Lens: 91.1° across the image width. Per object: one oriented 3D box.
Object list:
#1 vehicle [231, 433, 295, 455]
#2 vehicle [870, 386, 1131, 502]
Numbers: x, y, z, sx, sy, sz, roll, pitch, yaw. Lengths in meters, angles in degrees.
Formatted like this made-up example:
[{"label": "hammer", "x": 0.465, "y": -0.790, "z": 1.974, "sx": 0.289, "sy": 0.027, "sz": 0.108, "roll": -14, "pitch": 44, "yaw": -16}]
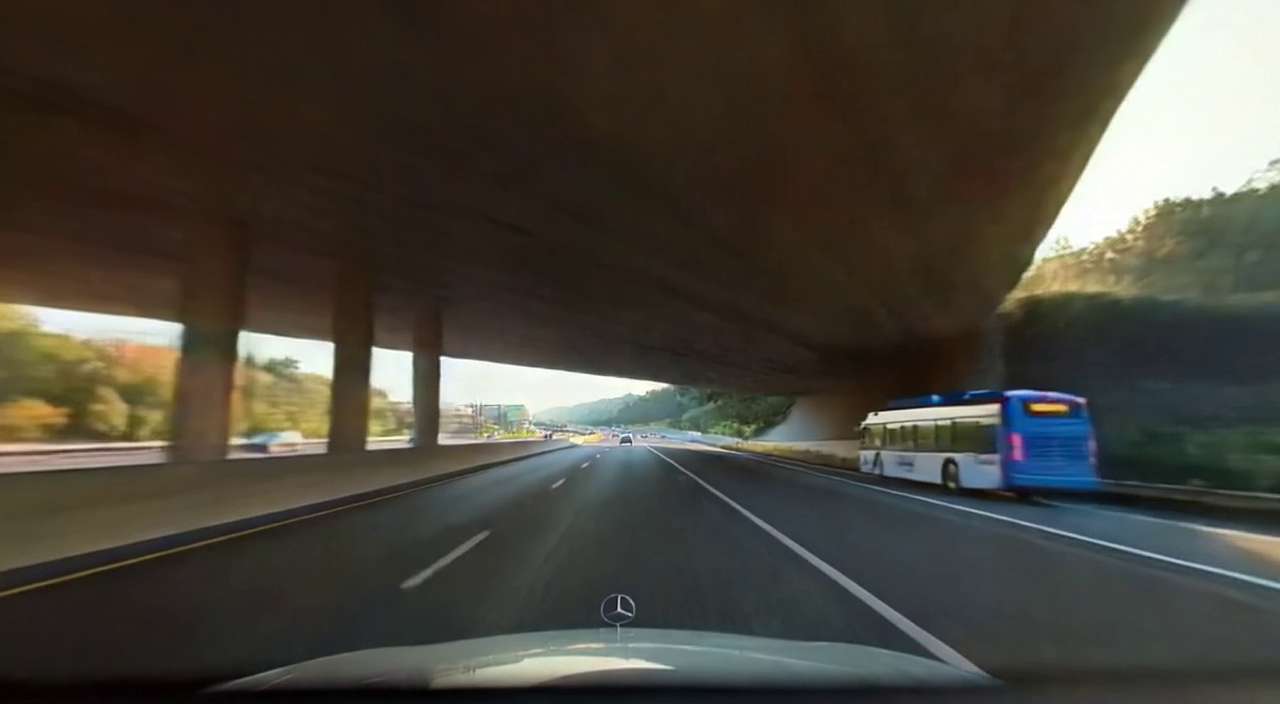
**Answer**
[{"label": "vehicle", "x": -26.359, "y": 6.427, "z": 44.085, "sx": 1.805, "sy": 1.425, "sz": 4.525, "roll": 0, "pitch": -8, "yaw": -2}, {"label": "vehicle", "x": 12.407, "y": 3.399, "z": 23.902, "sx": 3.009, "sy": 3.265, "sz": 12.098, "roll": 0, "pitch": -8, "yaw": 1}]
